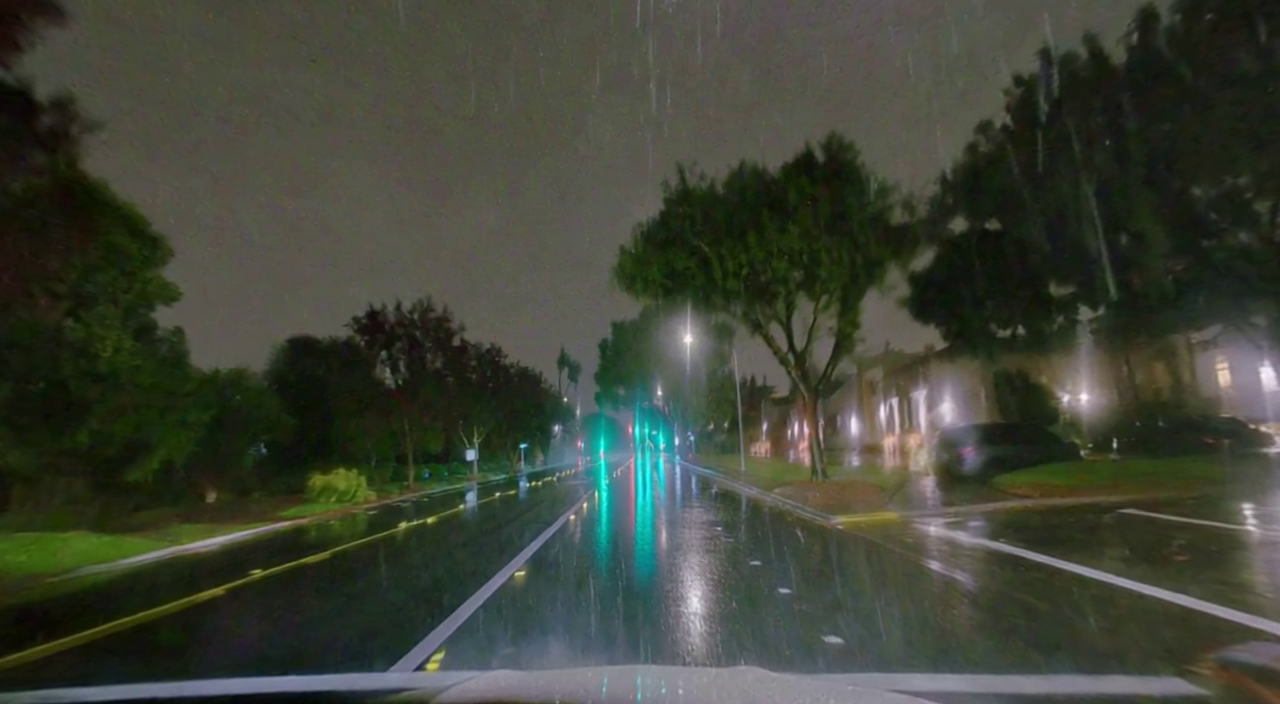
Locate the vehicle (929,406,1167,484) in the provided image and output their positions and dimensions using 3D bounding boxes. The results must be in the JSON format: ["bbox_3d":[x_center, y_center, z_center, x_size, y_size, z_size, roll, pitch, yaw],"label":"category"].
[{"bbox_3d":[10.928,2.578,17.595,2.187,1.786,5.323,2,-9,-17],"label":"vehicle"}]
